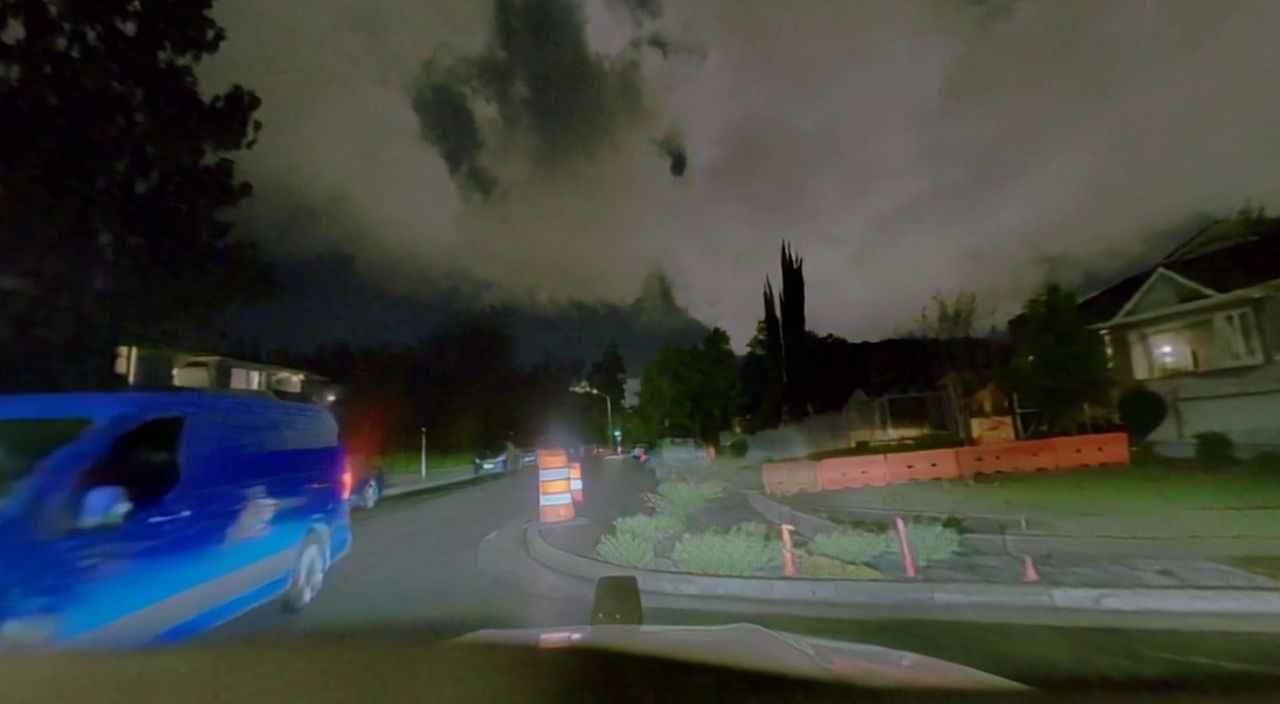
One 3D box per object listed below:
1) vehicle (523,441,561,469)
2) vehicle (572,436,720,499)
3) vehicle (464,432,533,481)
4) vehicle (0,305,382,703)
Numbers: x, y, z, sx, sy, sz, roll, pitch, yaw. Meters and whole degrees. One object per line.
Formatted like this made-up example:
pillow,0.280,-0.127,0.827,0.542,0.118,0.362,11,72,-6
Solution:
vehicle,-6.328,6.674,40.991,1.765,1.493,4.130,2,-6,0
vehicle,0.269,3.004,16.971,1.827,1.436,4.070,-7,-10,39
vehicle,-6.655,4.905,30.181,2.042,1.937,4.960,3,-6,1
vehicle,-3.792,1.044,4.265,2.219,1.984,4.712,0,-8,-2
